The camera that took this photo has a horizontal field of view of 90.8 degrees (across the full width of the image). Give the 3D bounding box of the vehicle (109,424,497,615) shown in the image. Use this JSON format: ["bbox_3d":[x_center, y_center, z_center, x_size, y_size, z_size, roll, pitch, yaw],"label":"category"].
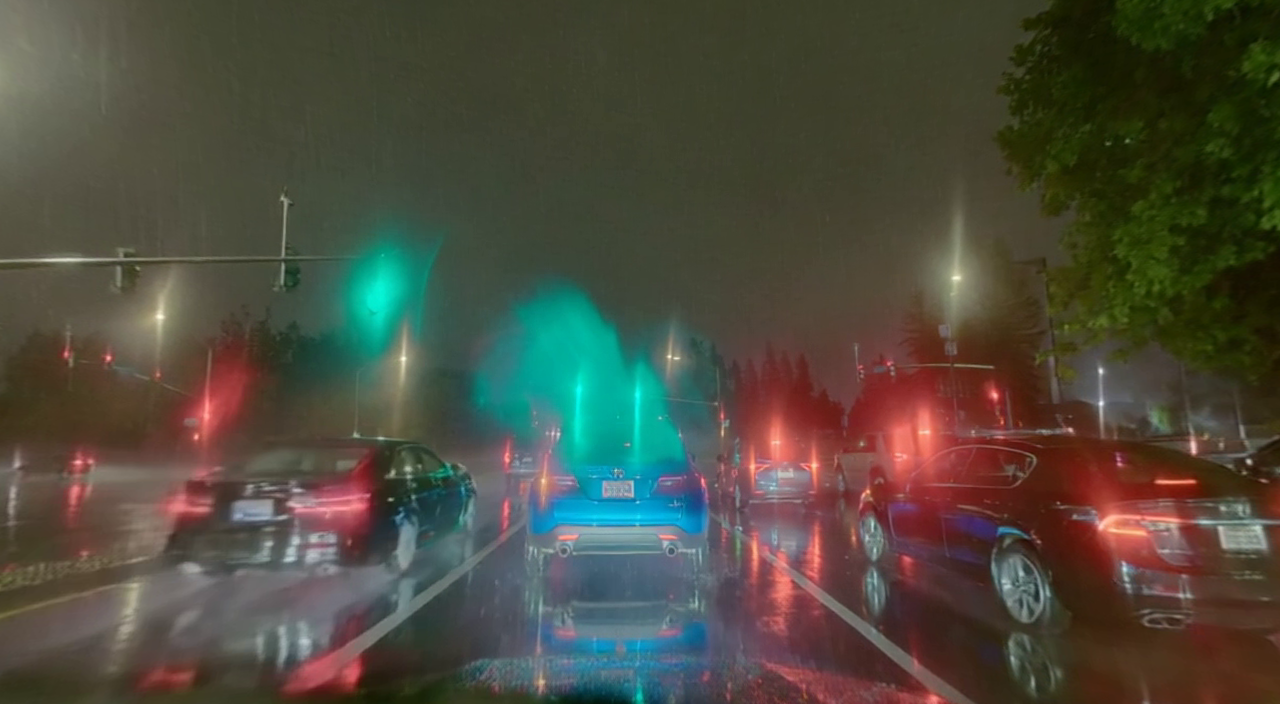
[{"bbox_3d":[-3.174,1.658,7.231,2.077,1.493,4.281,0,-9,0],"label":"vehicle"}]

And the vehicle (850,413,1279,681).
[{"bbox_3d":[3.611,1.395,5.696,1.861,1.478,4.185,0,-8,-2],"label":"vehicle"}]

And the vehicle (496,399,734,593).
[{"bbox_3d":[-0.279,1.560,7.629,2.101,1.707,3.904,0,-8,-2],"label":"vehicle"}]

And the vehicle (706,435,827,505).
[{"bbox_3d":[2.972,2.859,15.779,1.950,1.506,4.086,0,-8,-3],"label":"vehicle"}]

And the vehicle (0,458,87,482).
[{"bbox_3d":[-39.358,7.700,41.314,4.369,1.466,1.791,1,-9,-9],"label":"vehicle"}]
